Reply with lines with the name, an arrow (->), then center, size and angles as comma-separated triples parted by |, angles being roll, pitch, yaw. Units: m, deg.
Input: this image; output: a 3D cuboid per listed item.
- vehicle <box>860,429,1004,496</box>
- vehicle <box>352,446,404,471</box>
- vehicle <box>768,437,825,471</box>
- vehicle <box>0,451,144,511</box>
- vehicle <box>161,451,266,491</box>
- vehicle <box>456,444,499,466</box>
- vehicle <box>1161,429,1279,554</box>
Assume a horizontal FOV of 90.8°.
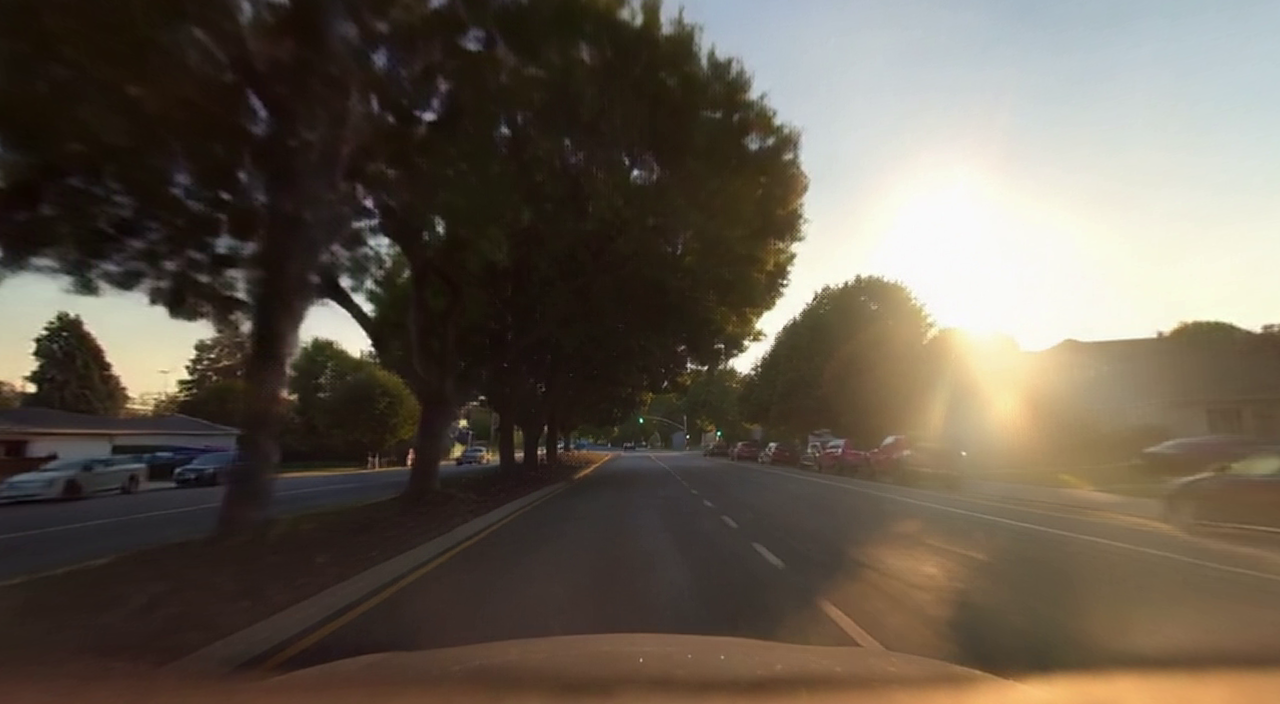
vehicle -> 9.772, 3.729, 21.872 | 2.209, 1.982, 5.787 | 0, -8, 0
vehicle -> -18.488, 7.509, 44.774 | 1.842, 1.660, 4.120 | 0, -8, 0
vehicle -> 9.753, 6.418, 39.891 | 2.176, 1.893, 5.744 | 2, -8, 0
vehicle -> -18.466, 3.995, 19.943 | 1.876, 1.502, 4.696 | -2, -7, 0
vehicle -> -18.501, 5.130, 27.635 | 1.732, 1.460, 3.932 | -4, -8, 3
vehicle -> -11.622, 7.358, 45.453 | 1.826, 1.472, 4.493 | -1, -8, 1
vehicle -> 9.720, 1.852, 8.292 | 1.949, 1.698, 4.351 | 0, -8, -1
